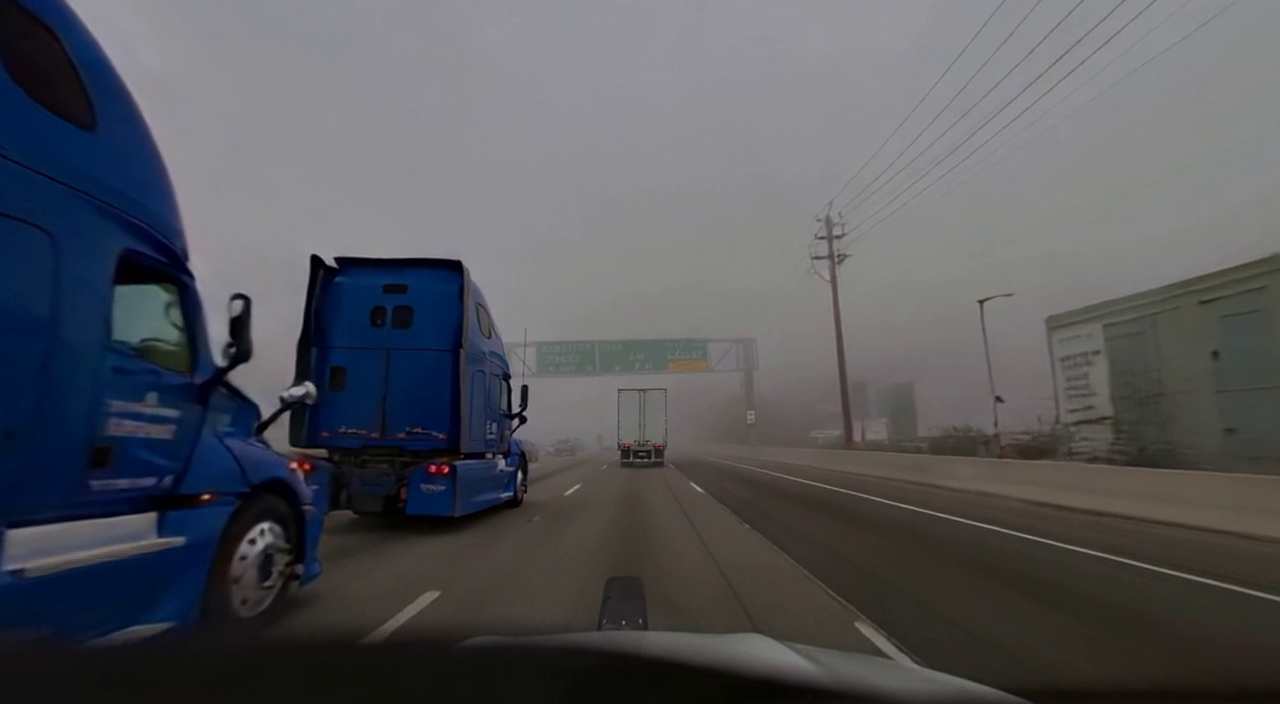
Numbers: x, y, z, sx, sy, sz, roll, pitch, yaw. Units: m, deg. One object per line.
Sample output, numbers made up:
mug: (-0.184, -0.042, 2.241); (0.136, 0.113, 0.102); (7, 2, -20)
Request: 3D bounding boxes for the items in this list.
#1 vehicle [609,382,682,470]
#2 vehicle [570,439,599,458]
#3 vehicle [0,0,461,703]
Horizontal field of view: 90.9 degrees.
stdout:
vehicle: (0.229, 3.750, 30.657); (2.941, 3.604, 9.851); (0, -9, 0)
vehicle: (-4.316, 7.617, 49.815); (1.933, 1.459, 4.478); (0, -9, 0)
vehicle: (-3.932, -0.485, 0.773); (2.875, 4.083, 15.756); (0, -9, 0)
